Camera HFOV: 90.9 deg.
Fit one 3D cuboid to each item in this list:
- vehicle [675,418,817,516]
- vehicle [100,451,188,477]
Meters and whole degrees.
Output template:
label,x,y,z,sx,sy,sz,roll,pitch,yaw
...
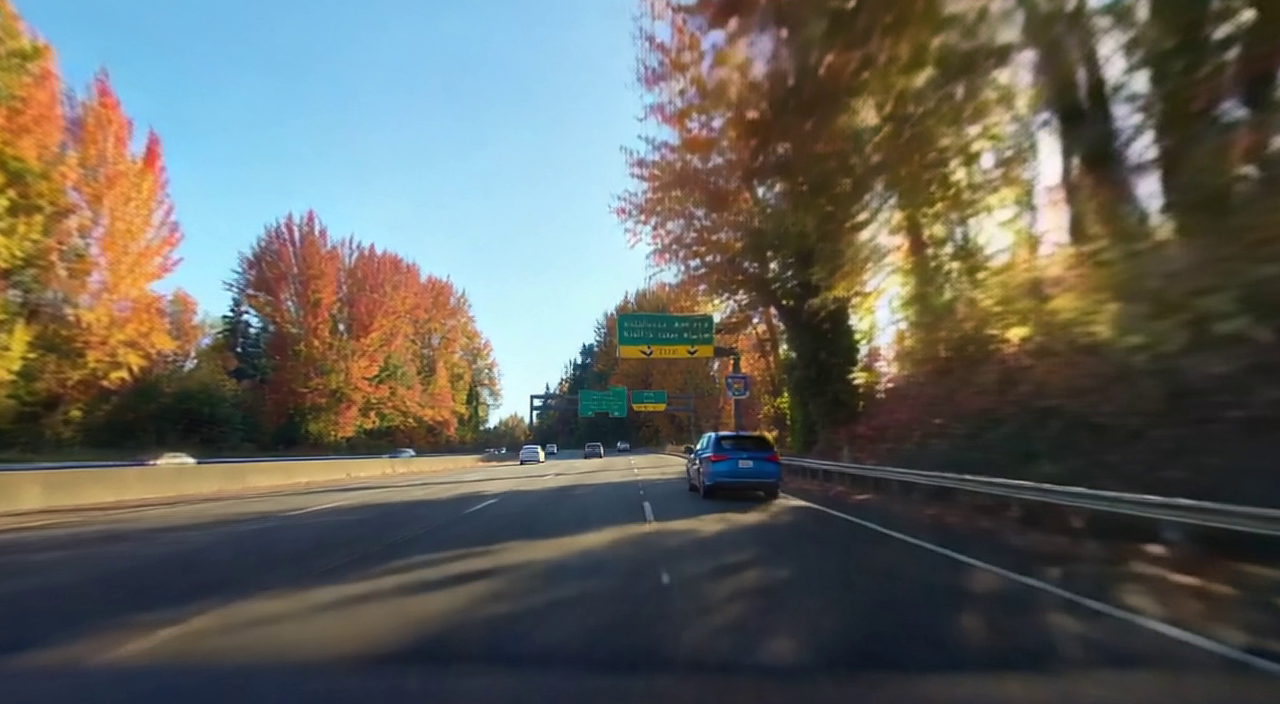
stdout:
label,x,y,z,sx,sy,sz,roll,pitch,yaw
vehicle,1.994,2.348,13.292,2.120,1.706,4.226,1,-8,-2
vehicle,-31.379,7.077,40.098,1.855,1.492,4.685,0,-8,-1
